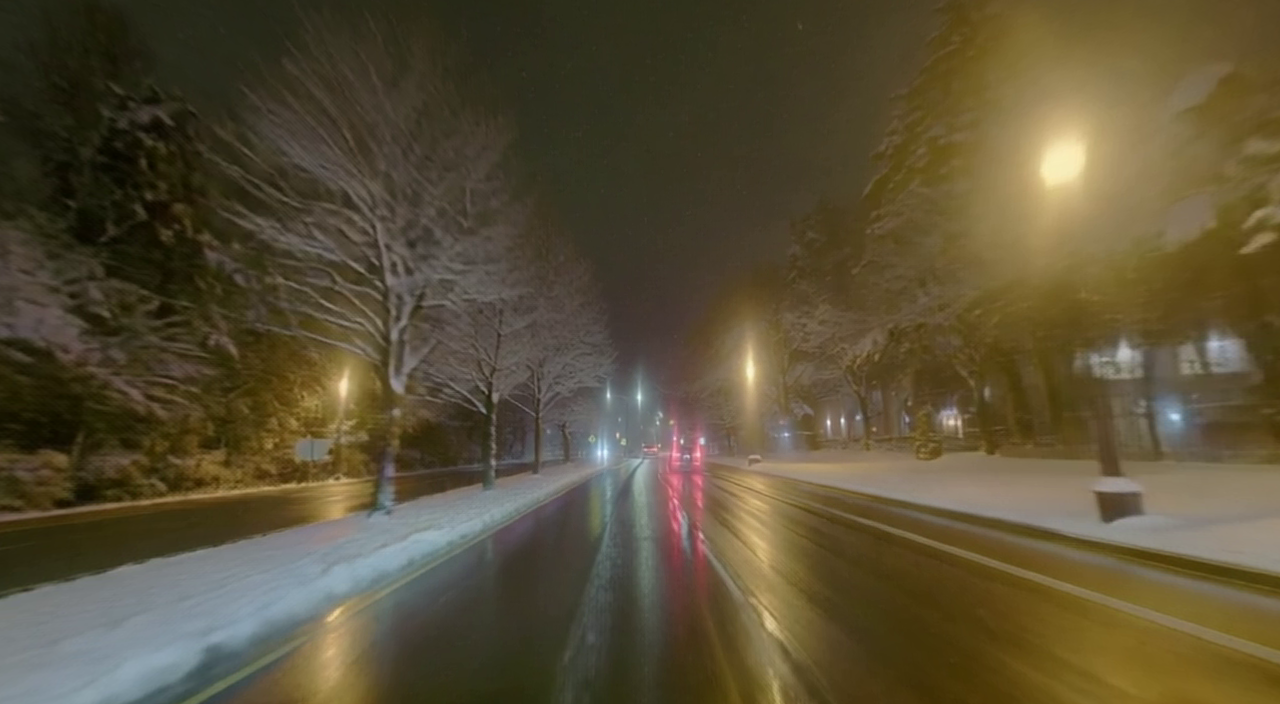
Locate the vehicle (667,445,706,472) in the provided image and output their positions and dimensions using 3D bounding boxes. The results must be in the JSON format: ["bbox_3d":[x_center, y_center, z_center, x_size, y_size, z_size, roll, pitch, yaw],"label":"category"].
[{"bbox_3d":[2.775,6.449,38.463,2.044,1.537,4.528,0,-8,0],"label":"vehicle"}]

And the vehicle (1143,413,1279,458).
[{"bbox_3d":[28.345,4.107,30.884,5.465,2.116,2.004,0,-8,0],"label":"vehicle"}]
